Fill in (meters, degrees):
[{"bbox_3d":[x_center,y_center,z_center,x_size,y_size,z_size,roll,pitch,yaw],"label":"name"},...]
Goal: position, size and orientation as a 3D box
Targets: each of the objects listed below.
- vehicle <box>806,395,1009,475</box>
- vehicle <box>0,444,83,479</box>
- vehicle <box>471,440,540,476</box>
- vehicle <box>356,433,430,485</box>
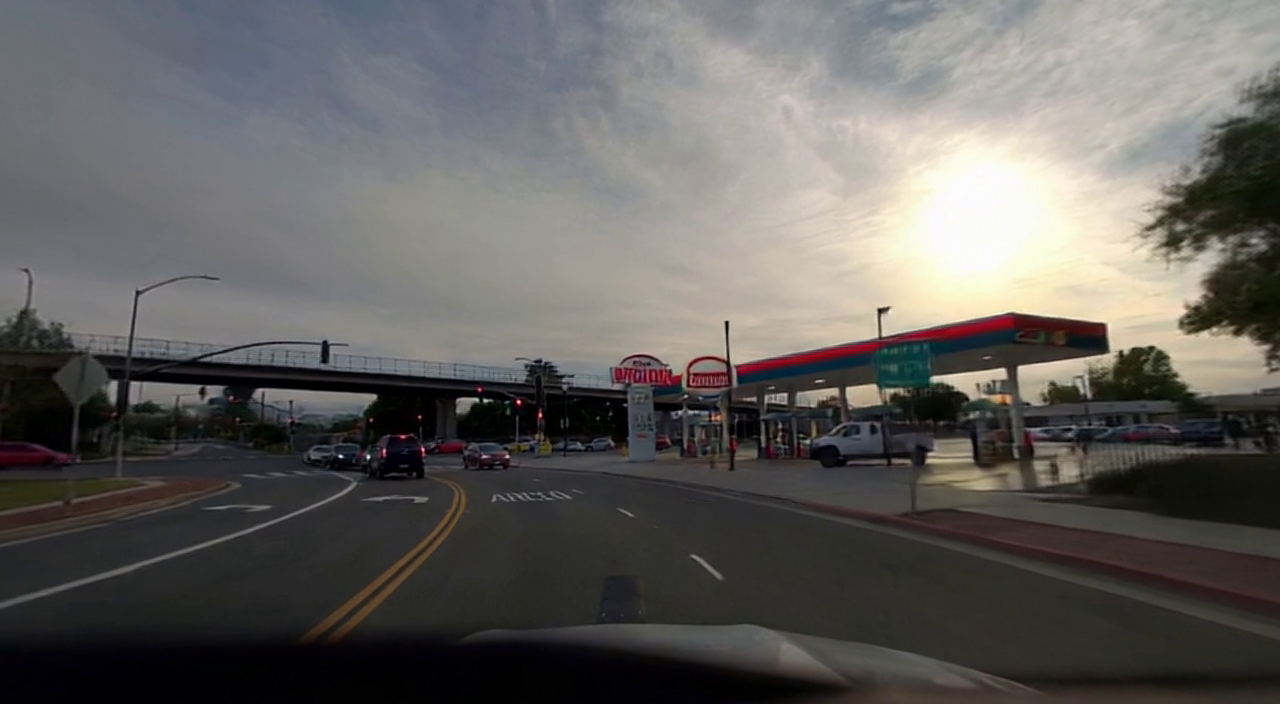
[{"bbox_3d":[11.764,3.798,28.346,7.741,3.106,2.906,-8,-11,42],"label":"vehicle"},{"bbox_3d":[-32.408,5.707,32.922,4.632,1.757,2.073,7,-11,-37],"label":"vehicle"},{"bbox_3d":[-7.633,5.894,35.375,2.202,1.822,4.826,6,-10,-32],"label":"vehicle"},{"bbox_3d":[-10.614,4.499,26.836,2.254,2.006,4.766,5,-10,-28],"label":"vehicle"}]
